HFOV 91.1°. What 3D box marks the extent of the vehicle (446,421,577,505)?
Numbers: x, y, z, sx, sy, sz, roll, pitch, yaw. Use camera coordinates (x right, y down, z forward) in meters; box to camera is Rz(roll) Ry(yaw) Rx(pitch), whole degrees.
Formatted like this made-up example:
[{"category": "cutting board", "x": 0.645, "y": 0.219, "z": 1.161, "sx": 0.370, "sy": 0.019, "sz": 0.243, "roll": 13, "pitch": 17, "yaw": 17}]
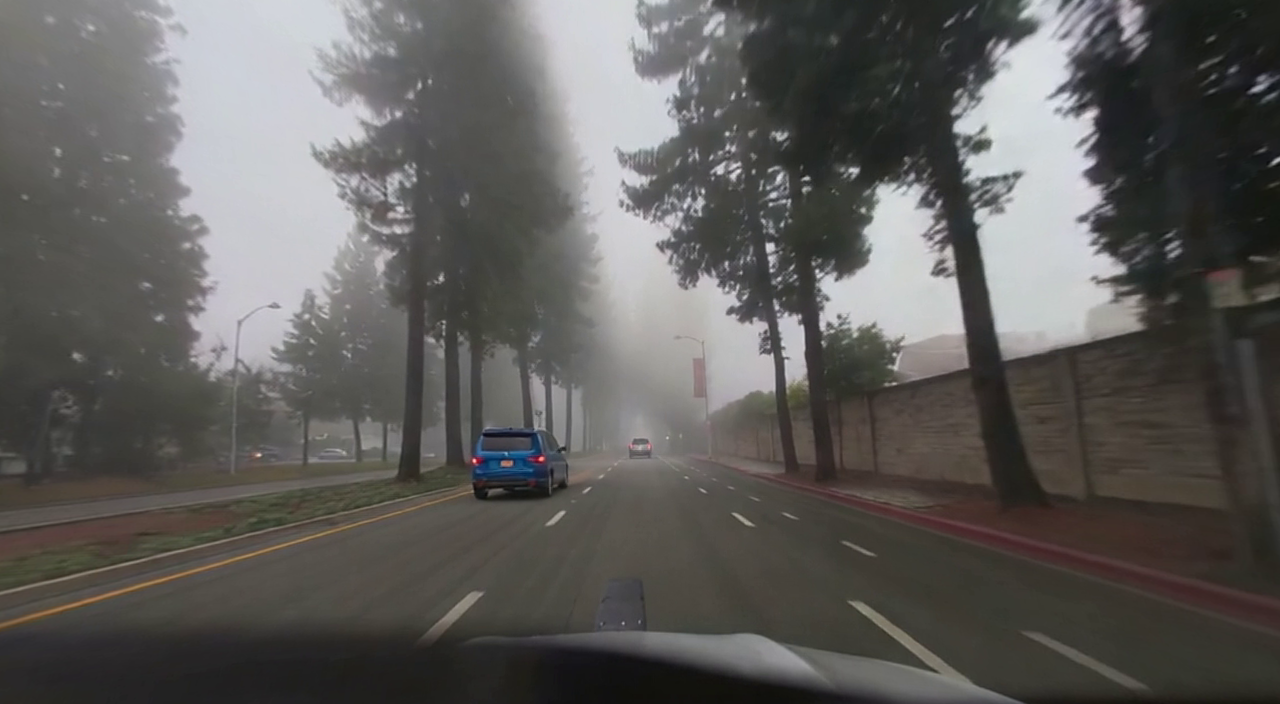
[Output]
[{"category": "vehicle", "x": -3.078, "y": 2.802, "z": 16.292, "sx": 2.281, "sy": 1.837, "sz": 4.845, "roll": 0, "pitch": -8, "yaw": 1}]
